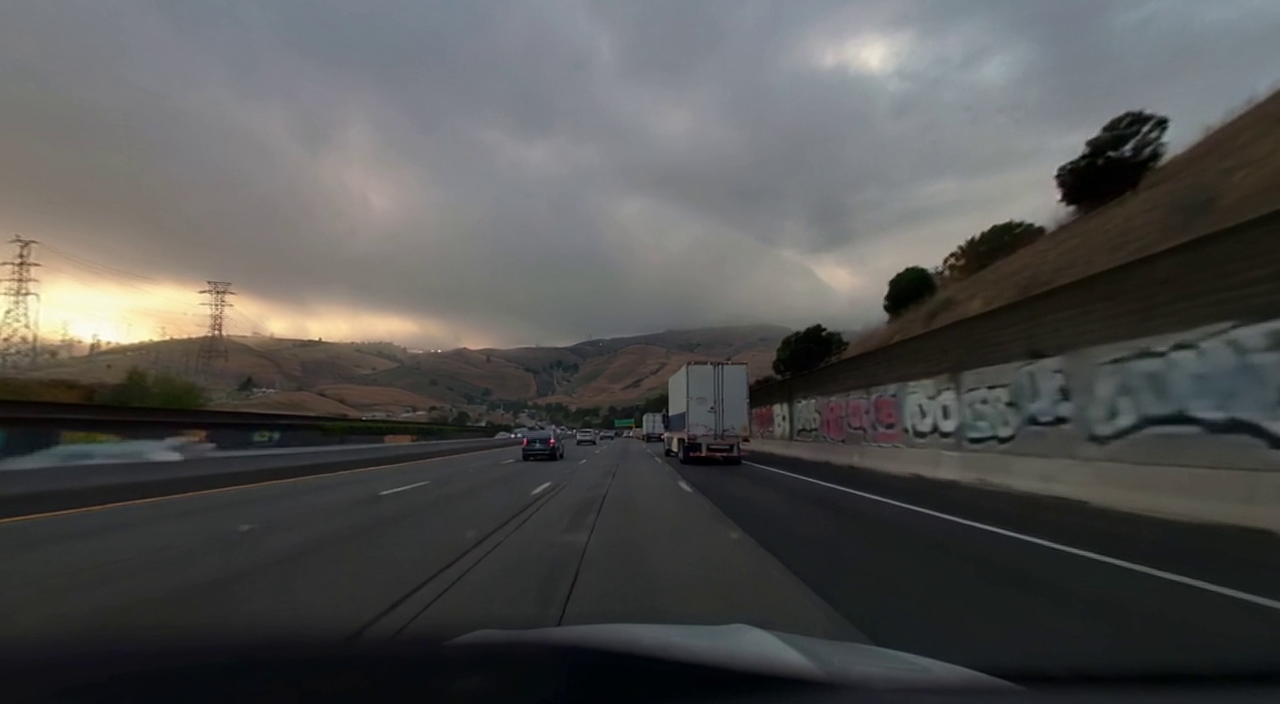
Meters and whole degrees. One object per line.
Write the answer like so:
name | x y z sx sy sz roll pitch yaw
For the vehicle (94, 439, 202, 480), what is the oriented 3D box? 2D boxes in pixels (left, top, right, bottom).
vehicle | -19.967 4.341 25.765 1.740 1.510 3.273 0 -8 -1

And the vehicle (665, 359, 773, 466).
vehicle | 3.062 2.922 28.315 3.060 3.842 11.095 0 -8 -2

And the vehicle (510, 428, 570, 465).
vehicle | -4.313 4.125 27.859 1.965 1.486 4.448 0 -8 0
